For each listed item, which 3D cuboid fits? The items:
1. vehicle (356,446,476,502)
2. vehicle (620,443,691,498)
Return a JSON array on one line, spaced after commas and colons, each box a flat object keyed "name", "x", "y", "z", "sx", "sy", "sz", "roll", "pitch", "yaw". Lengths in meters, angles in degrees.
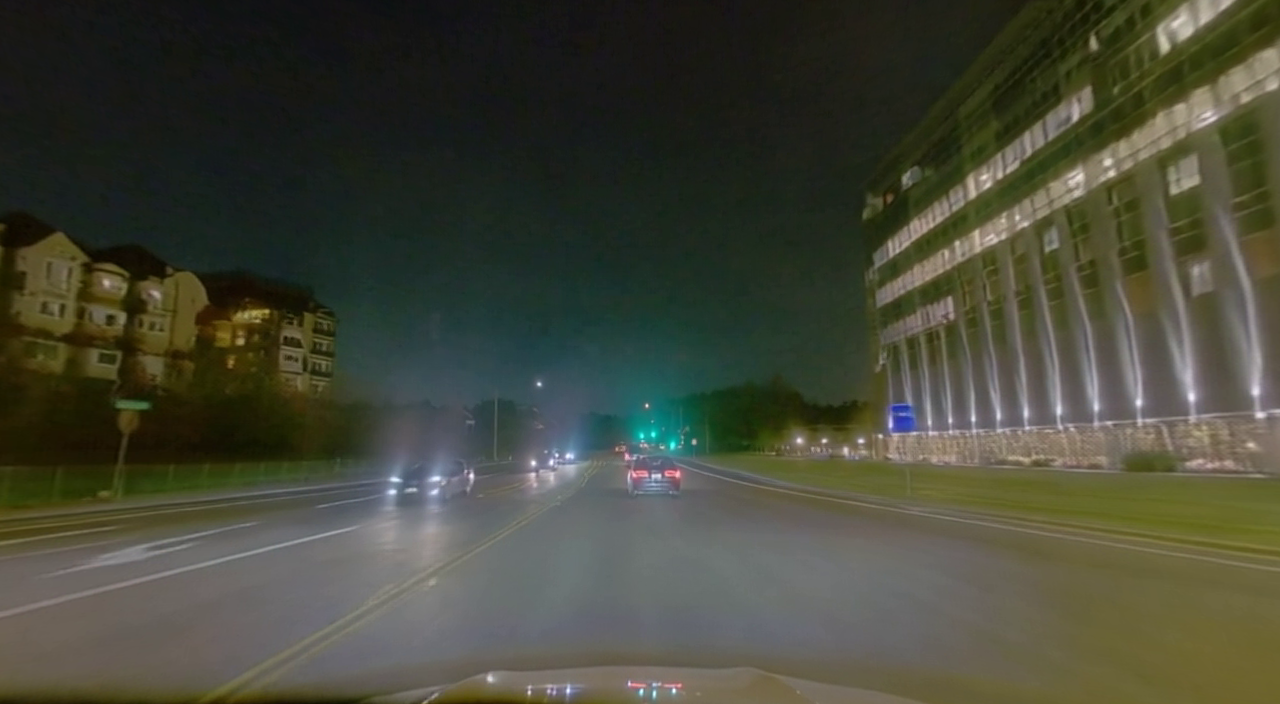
[{"name": "vehicle", "x": -6.757, "y": 3.704, "z": 19.469, "sx": 2.018, "sy": 1.498, "sz": 4.168, "roll": -1, "pitch": -9, "yaw": 3}, {"name": "vehicle", "x": 0.430, "y": 3.680, "z": 19.842, "sx": 2.014, "sy": 1.525, "sz": 3.670, "roll": -1, "pitch": -9, "yaw": -1}]
